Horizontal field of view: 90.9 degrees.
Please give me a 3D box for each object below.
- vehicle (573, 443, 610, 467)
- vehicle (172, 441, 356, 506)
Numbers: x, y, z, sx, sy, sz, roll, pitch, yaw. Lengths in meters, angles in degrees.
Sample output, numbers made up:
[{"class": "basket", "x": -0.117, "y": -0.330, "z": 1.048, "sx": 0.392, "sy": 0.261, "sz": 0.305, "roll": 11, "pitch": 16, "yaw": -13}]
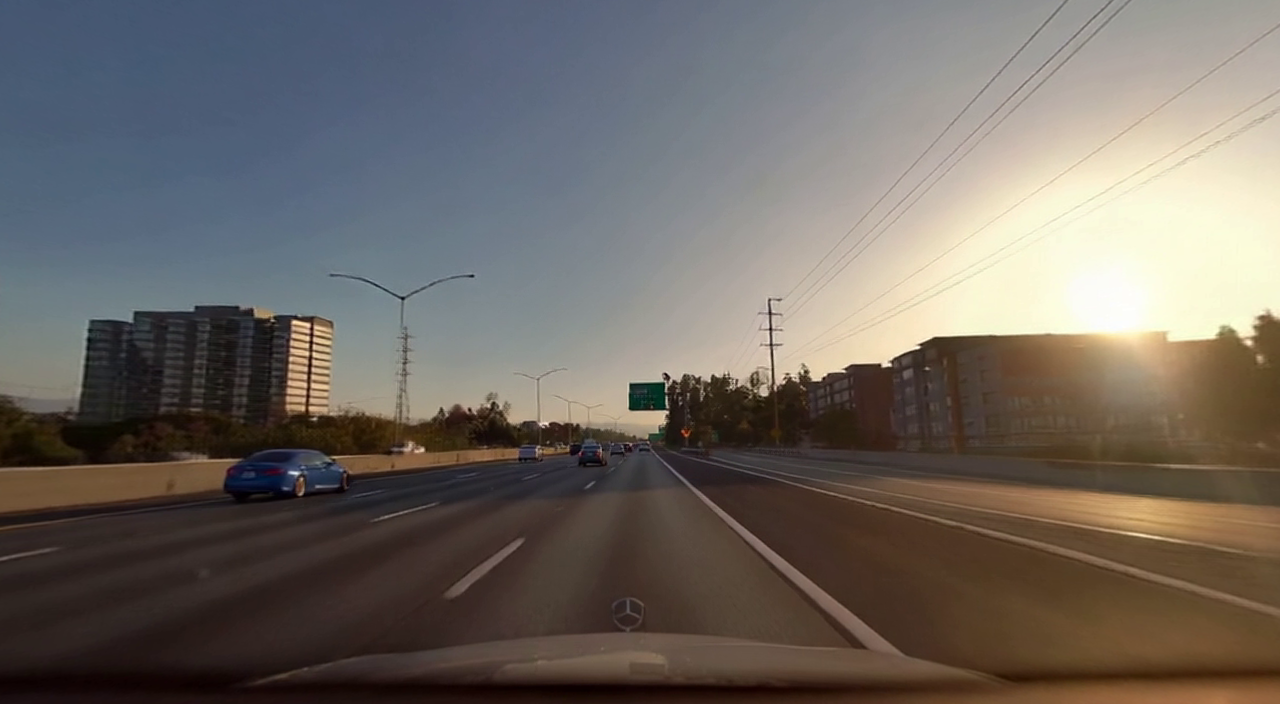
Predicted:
[{"class": "vehicle", "x": -3.129, "y": 6.721, "z": 41.515, "sx": 2.050, "sy": 1.479, "sz": 4.342, "roll": 0, "pitch": -8, "yaw": 1}, {"class": "vehicle", "x": -10.034, "y": 3.241, "z": 17.423, "sx": 2.002, "sy": 1.526, "sz": 4.822, "roll": 0, "pitch": -8, "yaw": 1}]
